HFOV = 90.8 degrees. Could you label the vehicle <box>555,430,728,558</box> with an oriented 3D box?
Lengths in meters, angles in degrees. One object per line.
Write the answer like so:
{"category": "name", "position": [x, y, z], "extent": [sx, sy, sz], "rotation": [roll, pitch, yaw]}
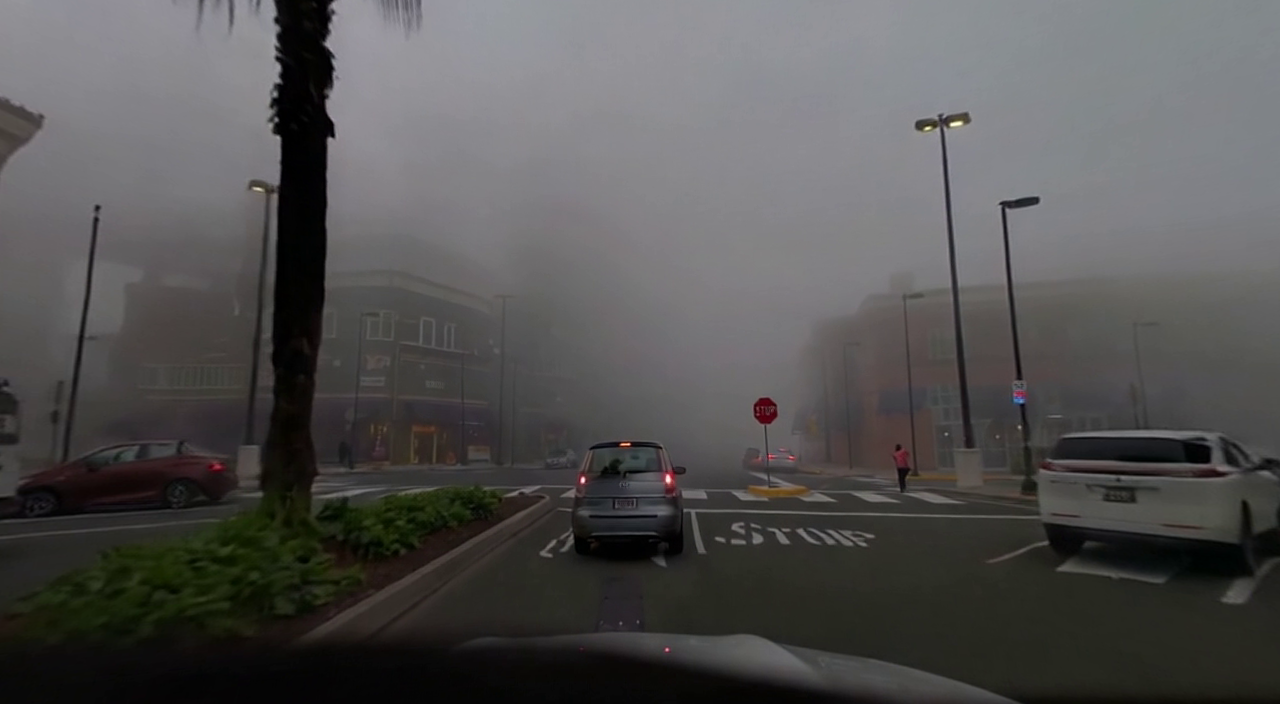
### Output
{"category": "vehicle", "position": [0.146, 1.975, 9.471], "extent": [2.031, 1.479, 3.969], "rotation": [-1, -9, 4]}

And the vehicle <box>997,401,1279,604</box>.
{"category": "vehicle", "position": [6.161, 1.584, 7.552], "extent": [4.623, 1.650, 1.937], "rotation": [8, -12, -43]}

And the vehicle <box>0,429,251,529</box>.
{"category": "vehicle", "position": [-10.724, 2.500, 12.907], "extent": [2.089, 1.731, 4.223], "rotation": [-9, -12, 44]}

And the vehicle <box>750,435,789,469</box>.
{"category": "vehicle", "position": [9.769, 7.506, 47.690], "extent": [2.467, 2.369, 1.577], "rotation": [4, -9, -37]}
